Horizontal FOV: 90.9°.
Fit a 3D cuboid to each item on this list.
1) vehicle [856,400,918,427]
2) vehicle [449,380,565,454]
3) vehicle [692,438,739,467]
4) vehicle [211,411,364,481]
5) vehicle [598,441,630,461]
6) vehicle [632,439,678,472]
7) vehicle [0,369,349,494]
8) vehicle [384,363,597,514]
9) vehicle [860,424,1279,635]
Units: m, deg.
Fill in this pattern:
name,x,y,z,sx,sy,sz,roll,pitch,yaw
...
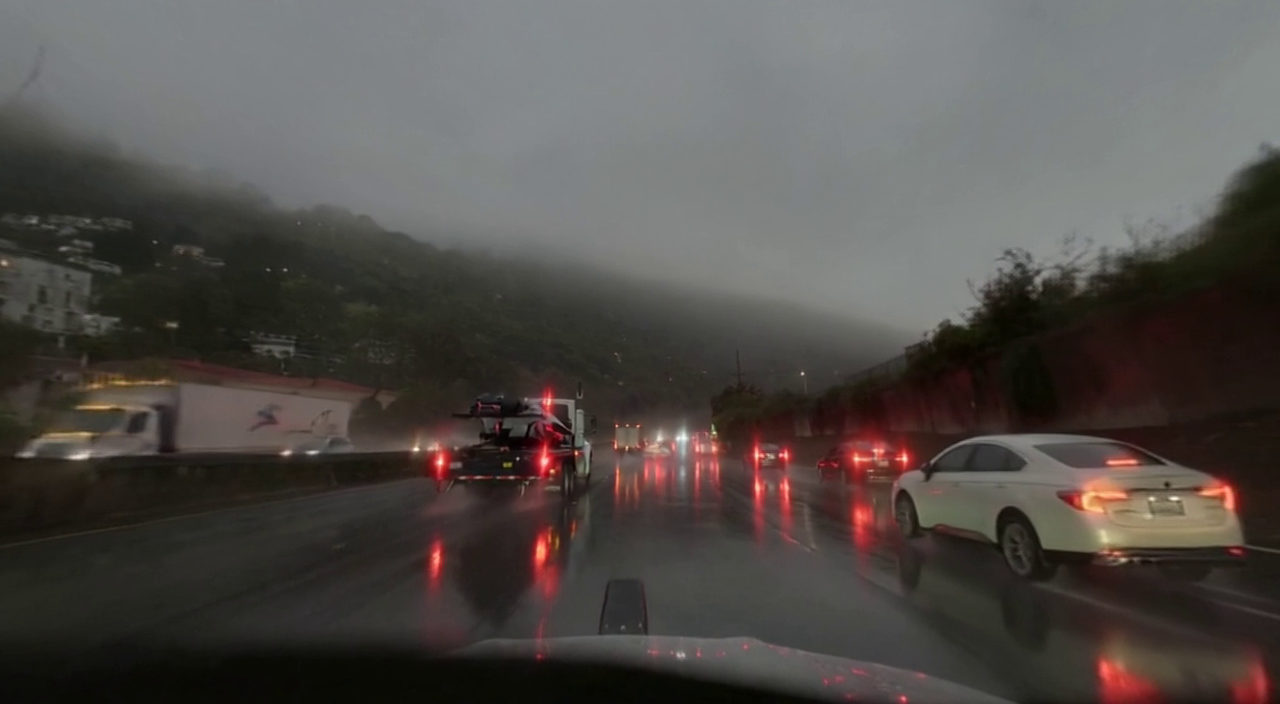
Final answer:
name,x,y,z,sx,sy,sz,roll,pitch,yaw
vehicle,15.254,3.870,39.157,1.930,1.454,4.126,0,-9,-4
vehicle,-3.273,1.814,16.617,1.893,1.674,4.766,0,-8,2
vehicle,4.424,5.952,37.648,2.075,1.614,4.682,0,-8,-1
vehicle,-13.211,3.602,24.266,2.548,2.365,5.452,0,-8,2
vehicle,-1.923,7.462,47.531,2.016,1.450,4.310,0,-8,2
vehicle,0.714,4.935,30.293,2.079,1.499,3.915,0,-8,1
vehicle,-16.623,3.245,24.790,3.195,3.540,13.835,0,-8,3
vehicle,-3.272,2.427,17.532,3.162,2.955,10.282,0,-8,2
vehicle,4.220,1.584,6.721,2.040,1.481,4.260,0,-8,-3
